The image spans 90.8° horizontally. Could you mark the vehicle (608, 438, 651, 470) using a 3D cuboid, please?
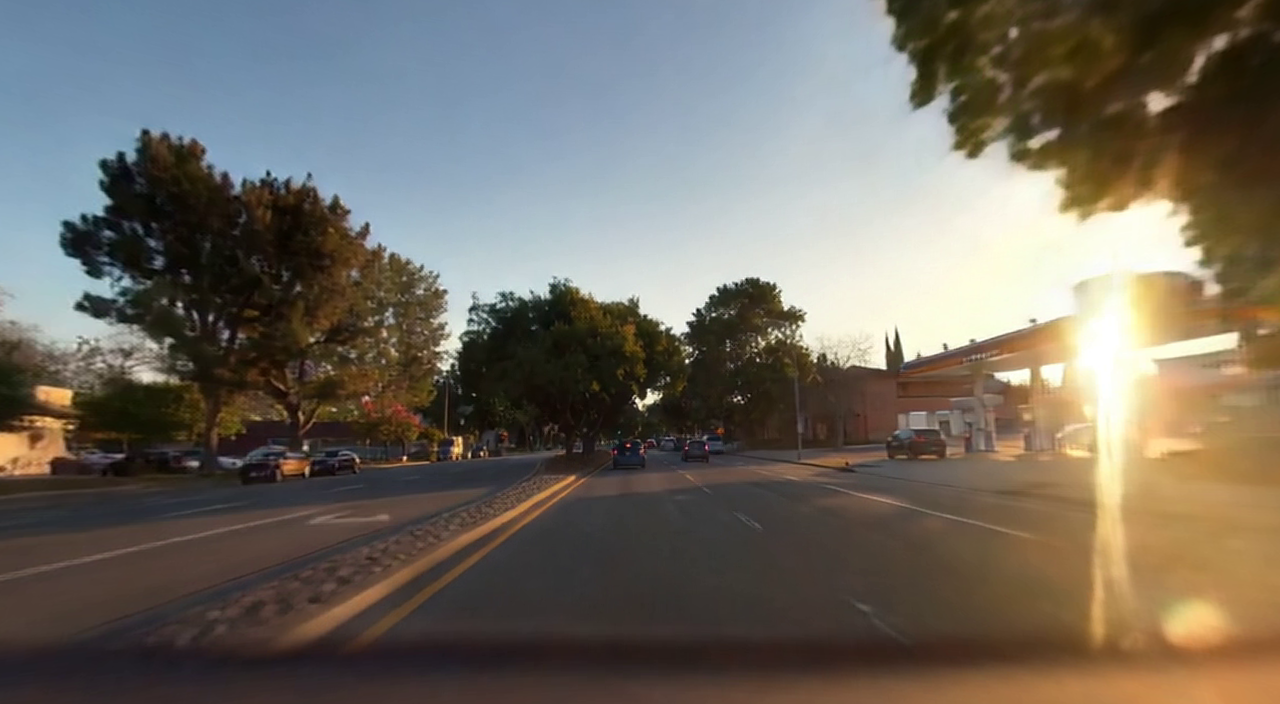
[{"bbox_3d":[-0.513,5.086,31.677,2.052,1.488,3.779,0,-8,0],"label":"vehicle"}]

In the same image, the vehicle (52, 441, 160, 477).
[{"bbox_3d":[-31.854,6.400,37.809,4.384,2.079,2.066,0,-9,-3],"label":"vehicle"}]

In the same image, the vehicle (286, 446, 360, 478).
[{"bbox_3d":[-18.847,6.531,37.853,2.004,1.758,4.594,0,-8,0],"label":"vehicle"}]

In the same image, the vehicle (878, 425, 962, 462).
[{"bbox_3d":[15.315,5.082,34.959,2.368,1.868,4.724,0,-8,-1],"label":"vehicle"}]

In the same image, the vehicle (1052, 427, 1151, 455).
[{"bbox_3d":[25.616,4.983,35.320,2.045,1.478,4.685,0,-8,0],"label":"vehicle"}]

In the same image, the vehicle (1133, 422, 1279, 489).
[{"bbox_3d":[15.296,2.584,15.988,2.001,1.479,4.696,-1,-8,3],"label":"vehicle"}]

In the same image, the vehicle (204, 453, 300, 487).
[{"bbox_3d":[-18.842,5.709,30.954,1.797,1.461,4.536,0,-8,0],"label":"vehicle"}]

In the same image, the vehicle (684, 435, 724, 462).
[{"bbox_3d":[4.617,6.811,44.697,2.117,1.757,4.969,-2,-9,14],"label":"vehicle"}]
